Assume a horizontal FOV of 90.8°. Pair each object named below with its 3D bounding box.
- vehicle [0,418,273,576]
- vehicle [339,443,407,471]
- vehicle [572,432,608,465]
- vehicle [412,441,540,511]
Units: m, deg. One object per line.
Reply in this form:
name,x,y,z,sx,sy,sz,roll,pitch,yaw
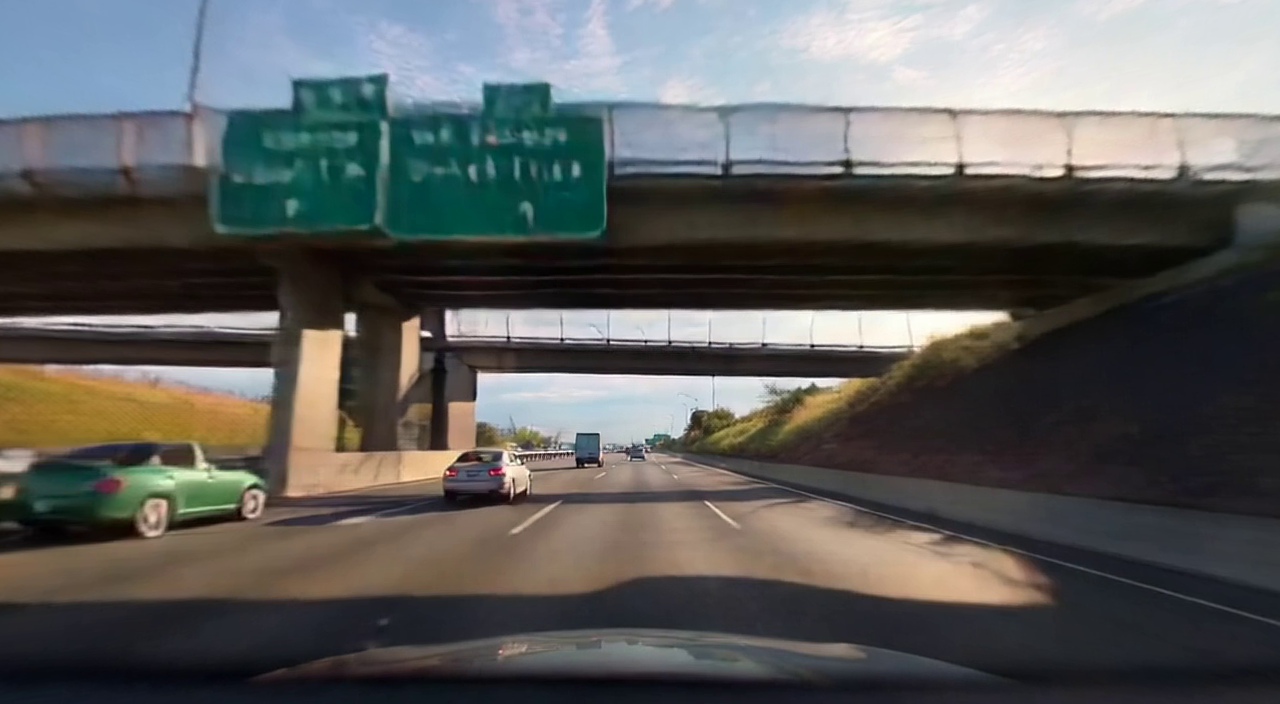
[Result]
vehicle,-7.257,1.772,8.452,2.091,1.558,4.220,0,-9,0
vehicle,-15.685,6.187,37.384,1.959,1.549,4.625,0,-9,0
vehicle,-3.849,7.614,49.917,2.290,2.453,5.561,0,-9,1
vehicle,-3.684,2.858,14.963,1.924,1.436,3.915,0,-9,1
